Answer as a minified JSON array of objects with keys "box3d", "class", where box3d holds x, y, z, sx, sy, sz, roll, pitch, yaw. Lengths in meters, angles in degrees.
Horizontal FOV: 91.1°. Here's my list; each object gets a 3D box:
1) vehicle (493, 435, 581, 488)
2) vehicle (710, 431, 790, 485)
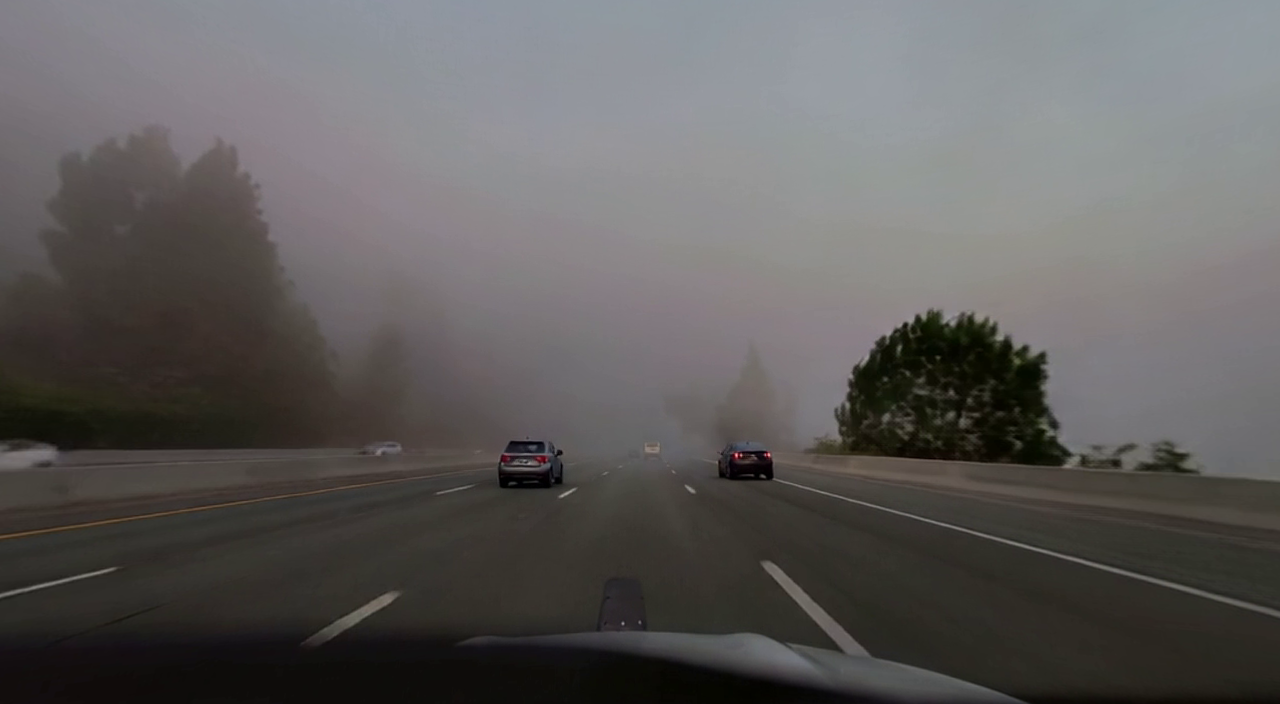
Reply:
[{"box3d":[-3.376,3.705,21.594,2.166,1.608,4.297,0,-8,2],"class":"vehicle"},{"box3d":[3.930,3.874,23.291,2.149,1.796,4.487,0,-8,0],"class":"vehicle"}]
